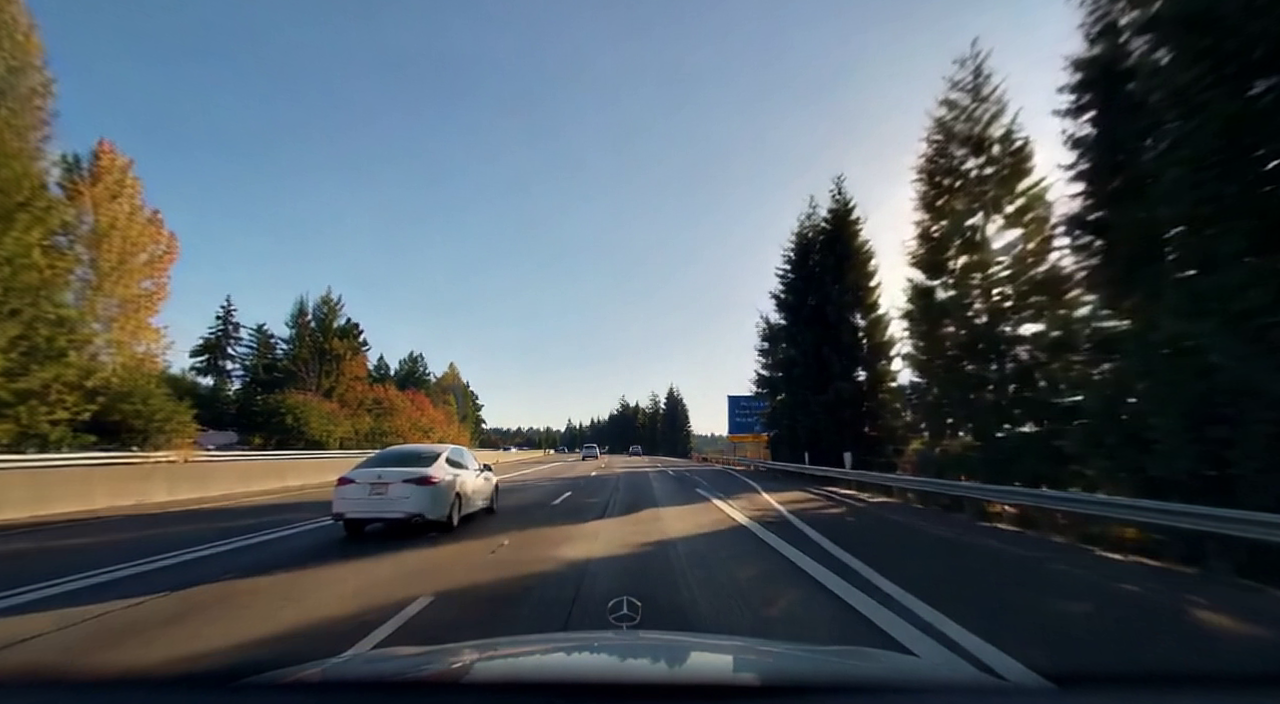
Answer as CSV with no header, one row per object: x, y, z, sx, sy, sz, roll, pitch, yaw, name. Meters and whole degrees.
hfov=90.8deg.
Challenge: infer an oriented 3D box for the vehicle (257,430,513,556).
-3.760,2.193,10.614,2.184,1.574,5.004,0,-9,1,vehicle
